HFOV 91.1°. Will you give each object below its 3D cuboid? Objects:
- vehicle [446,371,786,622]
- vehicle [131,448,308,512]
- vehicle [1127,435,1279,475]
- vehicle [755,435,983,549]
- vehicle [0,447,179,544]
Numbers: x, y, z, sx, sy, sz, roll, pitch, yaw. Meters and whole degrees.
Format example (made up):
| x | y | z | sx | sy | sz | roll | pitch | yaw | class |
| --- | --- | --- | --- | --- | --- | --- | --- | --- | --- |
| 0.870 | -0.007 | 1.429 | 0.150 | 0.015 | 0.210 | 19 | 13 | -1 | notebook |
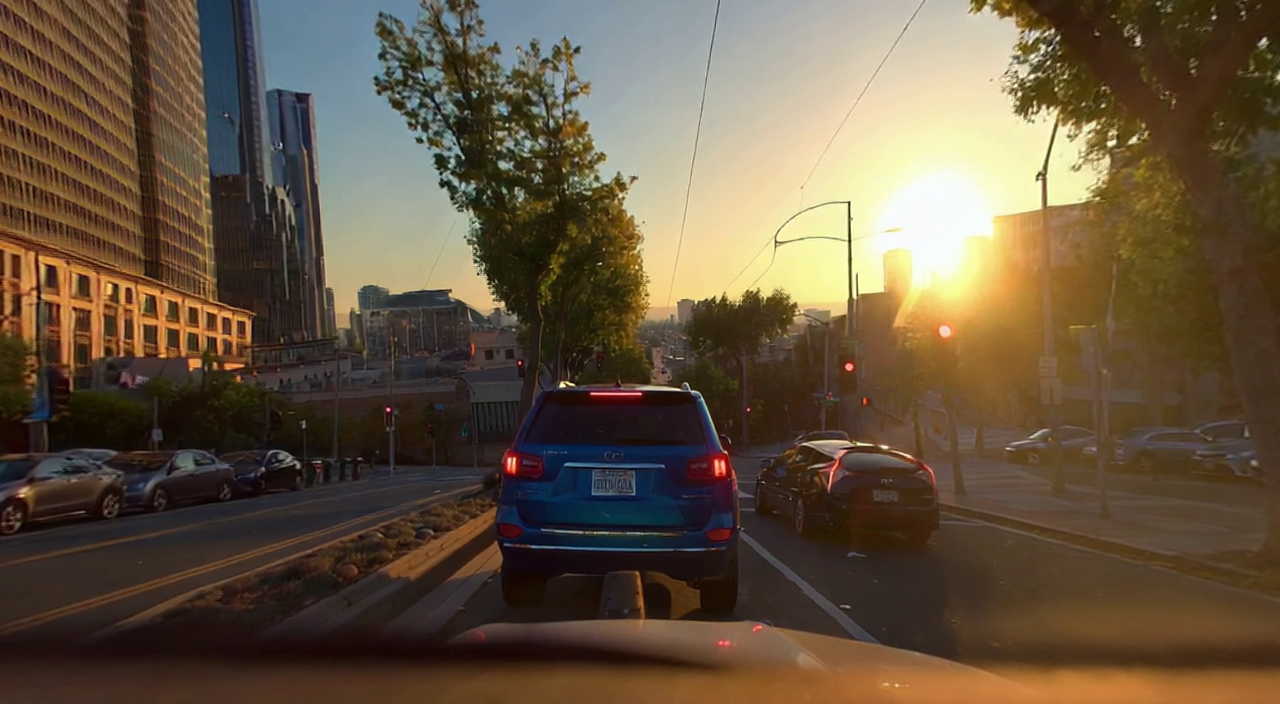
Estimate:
| x | y | z | sx | sy | sz | roll | pitch | yaw | class |
| --- | --- | --- | --- | --- | --- | --- | --- | --- | --- |
| -0.167 | 1.358 | 6.777 | 2.453 | 1.816 | 4.300 | 0 | -8 | 0 | vehicle |
| -12.468 | 3.775 | 19.123 | 2.207 | 1.648 | 4.675 | 0 | -8 | -1 | vehicle |
| 22.174 | 4.048 | 24.956 | 4.055 | 1.469 | 1.848 | -4 | -9 | 26 | vehicle |
| 3.290 | 2.083 | 10.080 | 2.056 | 1.422 | 4.130 | 0 | -8 | -1 | vehicle |
| -12.545 | 2.911 | 13.452 | 1.891 | 1.723 | 4.360 | 0 | -8 | 1 | vehicle |
